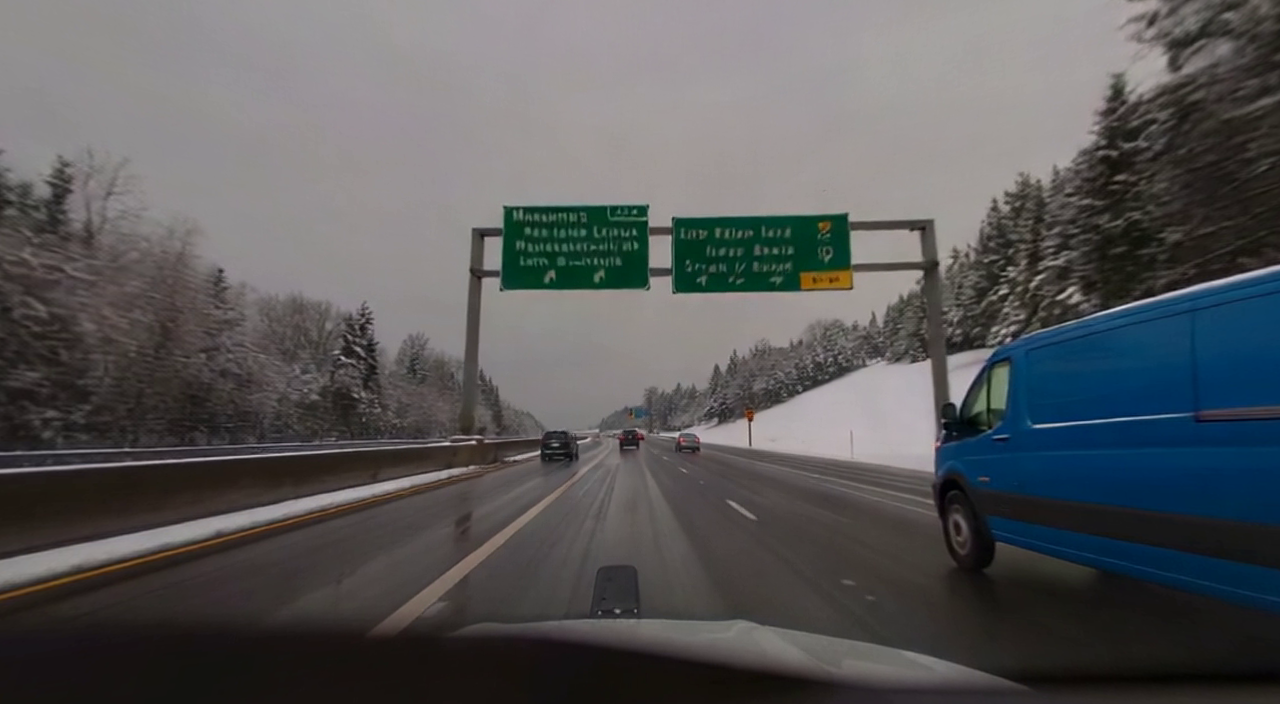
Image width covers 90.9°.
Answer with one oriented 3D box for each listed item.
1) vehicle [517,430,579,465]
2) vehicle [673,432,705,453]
[{"bbox_3d":[-4.122,4.353,28.924,2.204,1.486,4.121,0,-8,0],"label":"vehicle"},{"bbox_3d":[3.486,6.480,45.240,1.806,1.469,3.681,0,-8,-2],"label":"vehicle"}]
